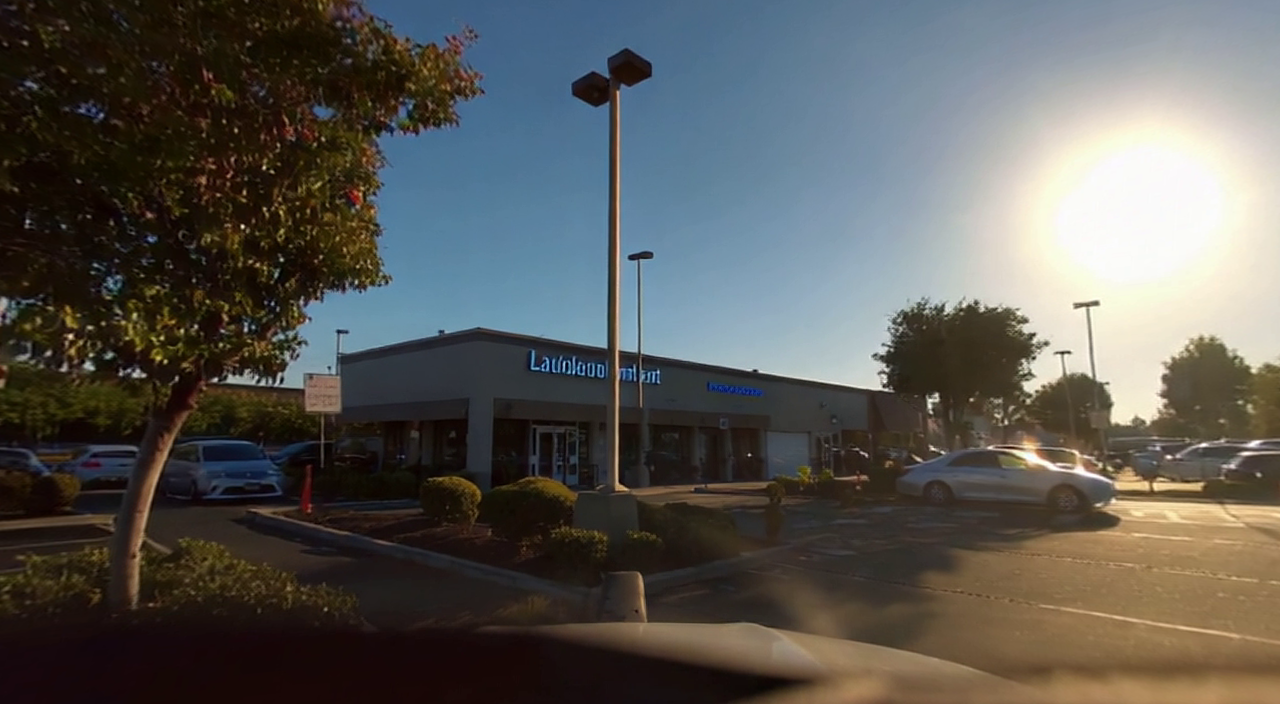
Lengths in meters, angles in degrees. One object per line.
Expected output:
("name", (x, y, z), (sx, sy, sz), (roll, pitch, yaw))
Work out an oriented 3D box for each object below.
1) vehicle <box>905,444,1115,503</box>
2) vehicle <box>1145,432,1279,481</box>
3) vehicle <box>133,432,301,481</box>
("vehicle", (10.357, 3.352, 17.945), (4.772, 1.441, 1.976), (-8, -11, 41))
("vehicle", (22.982, 4.057, 24.579), (4.939, 1.664, 2.055), (-9, -10, 41))
("vehicle", (-15.611, 3.862, 23.575), (1.921, 1.632, 4.752), (-7, -11, 41))
